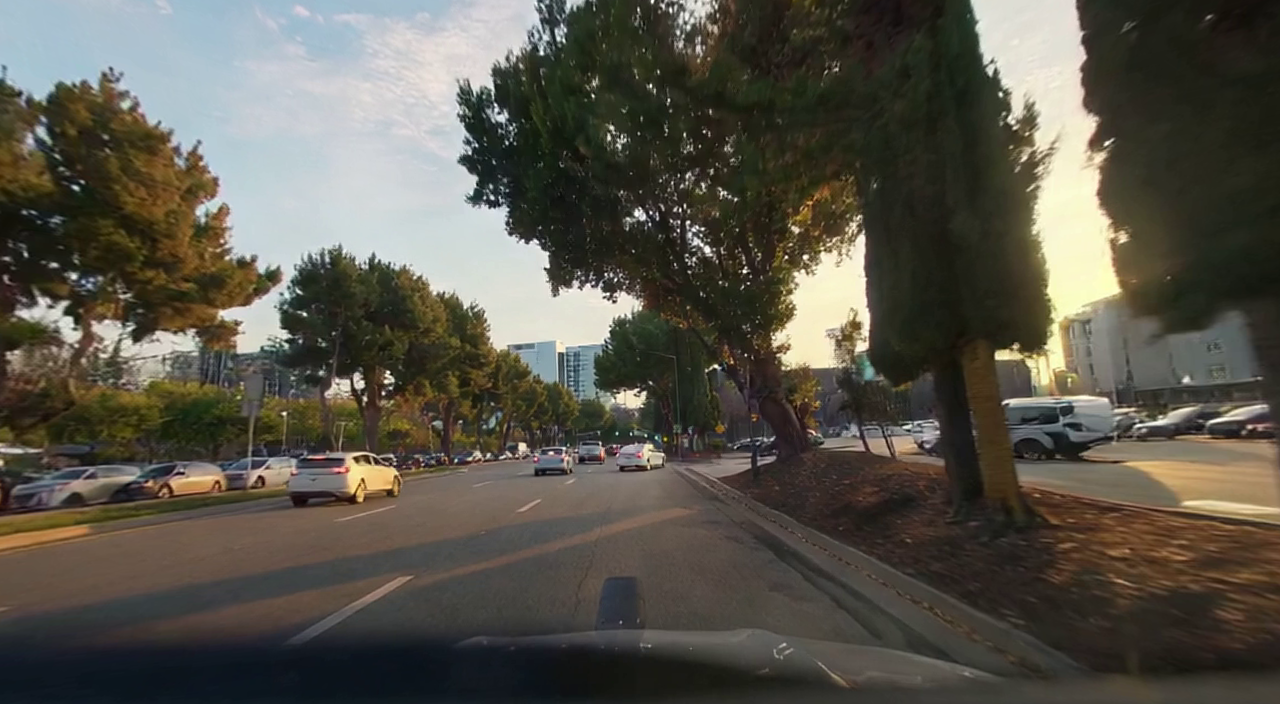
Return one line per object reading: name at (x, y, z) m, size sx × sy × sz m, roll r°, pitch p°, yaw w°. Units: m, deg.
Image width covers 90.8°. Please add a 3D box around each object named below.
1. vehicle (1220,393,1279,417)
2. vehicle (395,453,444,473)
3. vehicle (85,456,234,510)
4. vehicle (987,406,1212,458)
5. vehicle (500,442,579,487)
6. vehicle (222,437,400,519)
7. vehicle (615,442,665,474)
vehicle at (48.520, 4.154, 49.260) m, size 1.786 × 1.645 × 4.272 m, roll 3°, pitch -10°, yaw -25°
vehicle at (-17.090, 8.586, 49.188) m, size 1.981 × 1.431 × 4.862 m, roll 0°, pitch -8°, yaw 1°
vehicle at (-17.111, 4.639, 22.837) m, size 1.874 × 1.626 × 4.447 m, roll 0°, pitch -8°, yaw -1°
vehicle at (13.544, 2.422, 18.915) m, size 4.959 × 1.455 × 2.203 m, roll 0°, pitch -9°, yaw 1°
vehicle at (-3.657, 4.191, 23.901) m, size 2.235 × 1.500 × 4.420 m, roll 0°, pitch -8°, yaw 0°
vehicle at (-7.880, 3.025, 15.770) m, size 2.054 × 1.744 × 4.422 m, roll 0°, pitch -8°, yaw 0°
vehicle at (0.097, 5.383, 32.370) m, size 2.208 × 1.513 × 4.504 m, roll -1°, pitch -8°, yaw 5°
